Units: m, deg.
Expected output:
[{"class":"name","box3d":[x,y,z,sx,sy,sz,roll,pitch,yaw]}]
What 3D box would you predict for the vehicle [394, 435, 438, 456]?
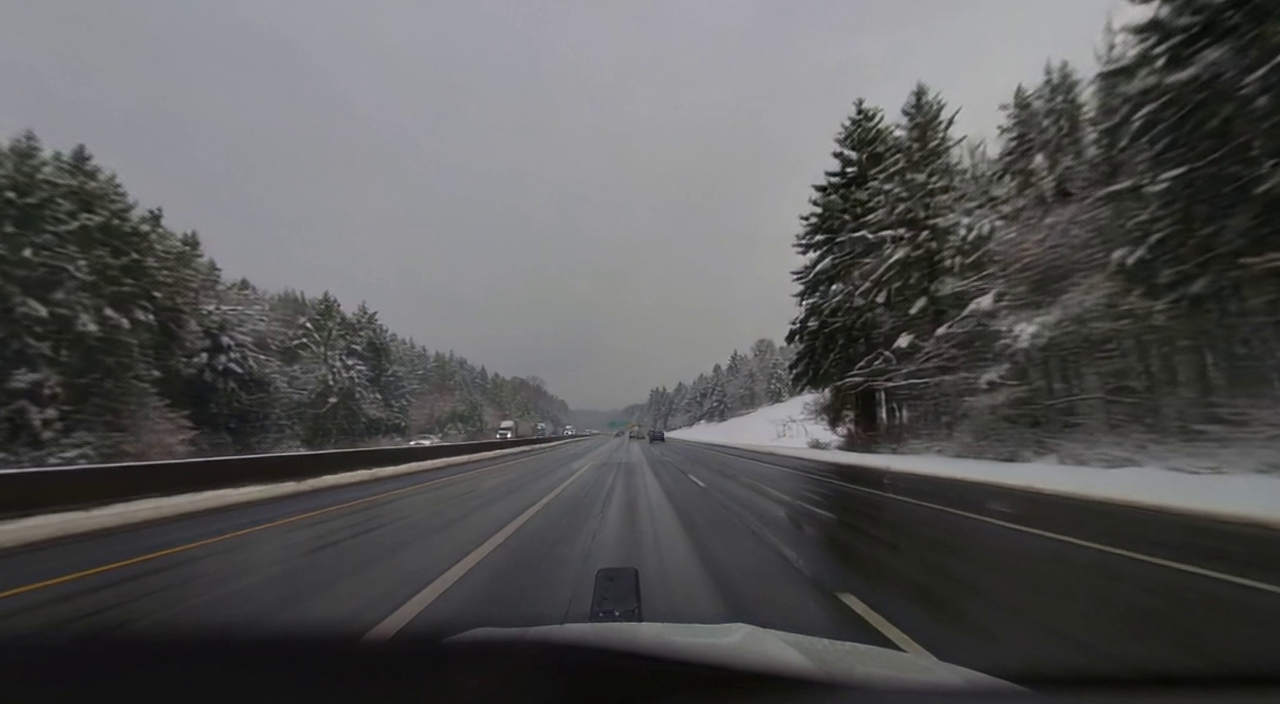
[{"class":"vehicle","box3d":[-17.172,7.135,48.416,1.855,1.522,4.394,0,-7,0]}]
